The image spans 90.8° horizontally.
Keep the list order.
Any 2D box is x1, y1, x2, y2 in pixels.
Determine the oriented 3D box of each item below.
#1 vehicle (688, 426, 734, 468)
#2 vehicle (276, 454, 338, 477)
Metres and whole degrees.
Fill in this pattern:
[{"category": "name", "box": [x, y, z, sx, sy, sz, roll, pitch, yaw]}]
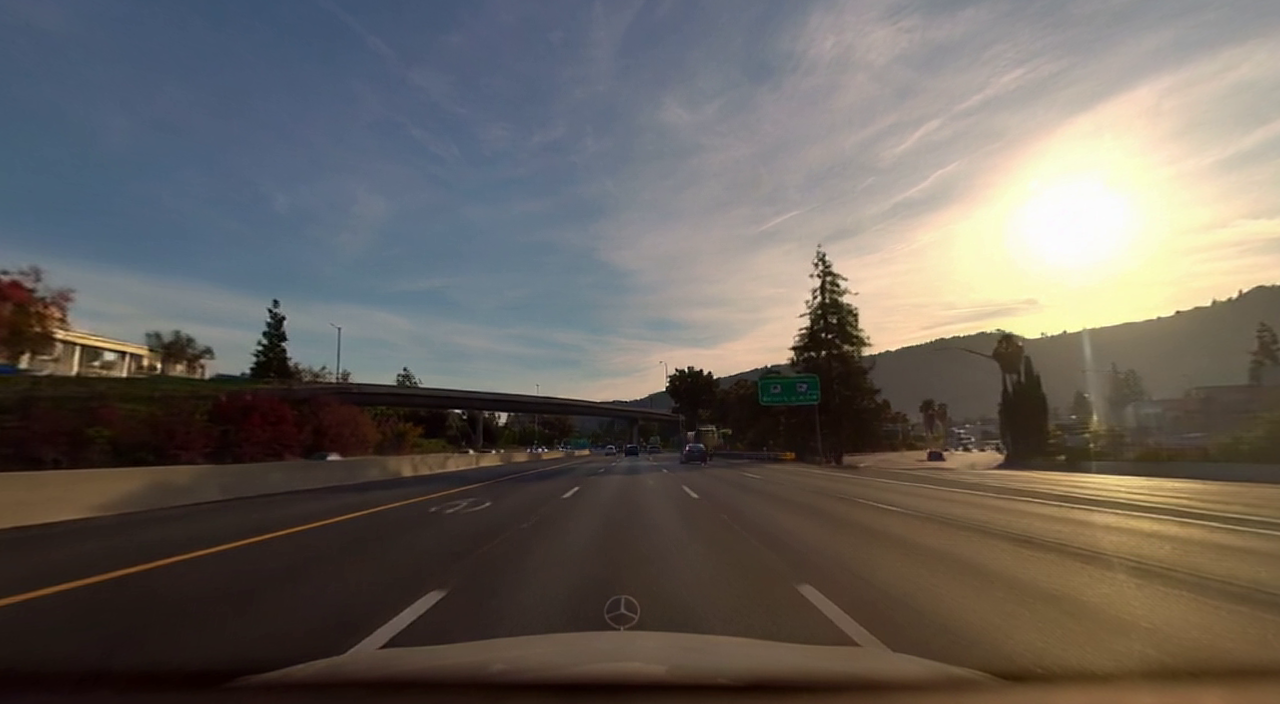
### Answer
[{"category": "vehicle", "box": [4.759, 6.502, 43.249, 2.576, 2.670, 5.494, 0, -9, 0]}, {"category": "vehicle", "box": [-23.081, 7.841, 43.967, 1.817, 1.472, 4.544, 0, -9, 0]}]
